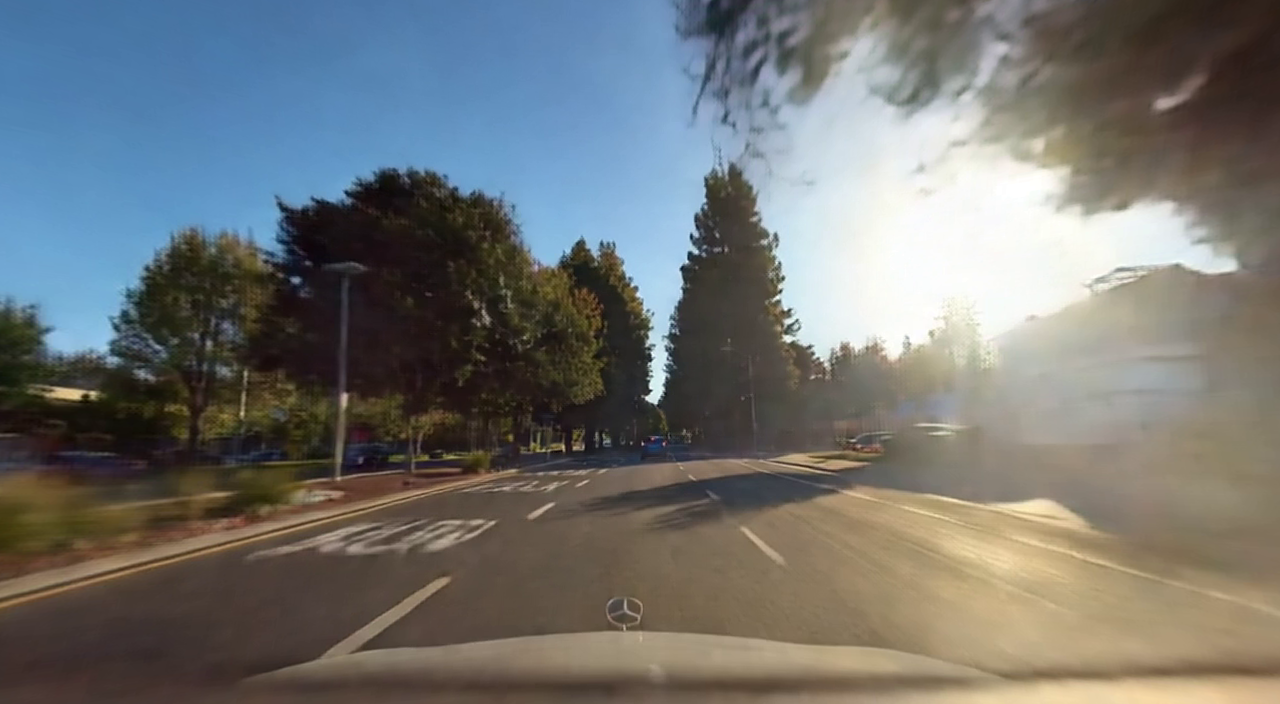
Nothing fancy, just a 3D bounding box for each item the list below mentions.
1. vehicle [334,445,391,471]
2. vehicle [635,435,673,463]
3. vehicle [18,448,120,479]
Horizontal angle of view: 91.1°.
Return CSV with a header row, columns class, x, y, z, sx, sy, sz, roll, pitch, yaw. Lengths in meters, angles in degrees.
class,x,y,z,sx,sy,sz,roll,pitch,yaw
vehicle,-19.771,7.540,44.948,1.904,1.677,4.415,-1,-8,2
vehicle,0.858,5.760,37.440,2.144,1.505,4.128,-1,-8,2
vehicle,-32.486,6.323,35.795,4.042,1.645,1.876,-1,-8,3
